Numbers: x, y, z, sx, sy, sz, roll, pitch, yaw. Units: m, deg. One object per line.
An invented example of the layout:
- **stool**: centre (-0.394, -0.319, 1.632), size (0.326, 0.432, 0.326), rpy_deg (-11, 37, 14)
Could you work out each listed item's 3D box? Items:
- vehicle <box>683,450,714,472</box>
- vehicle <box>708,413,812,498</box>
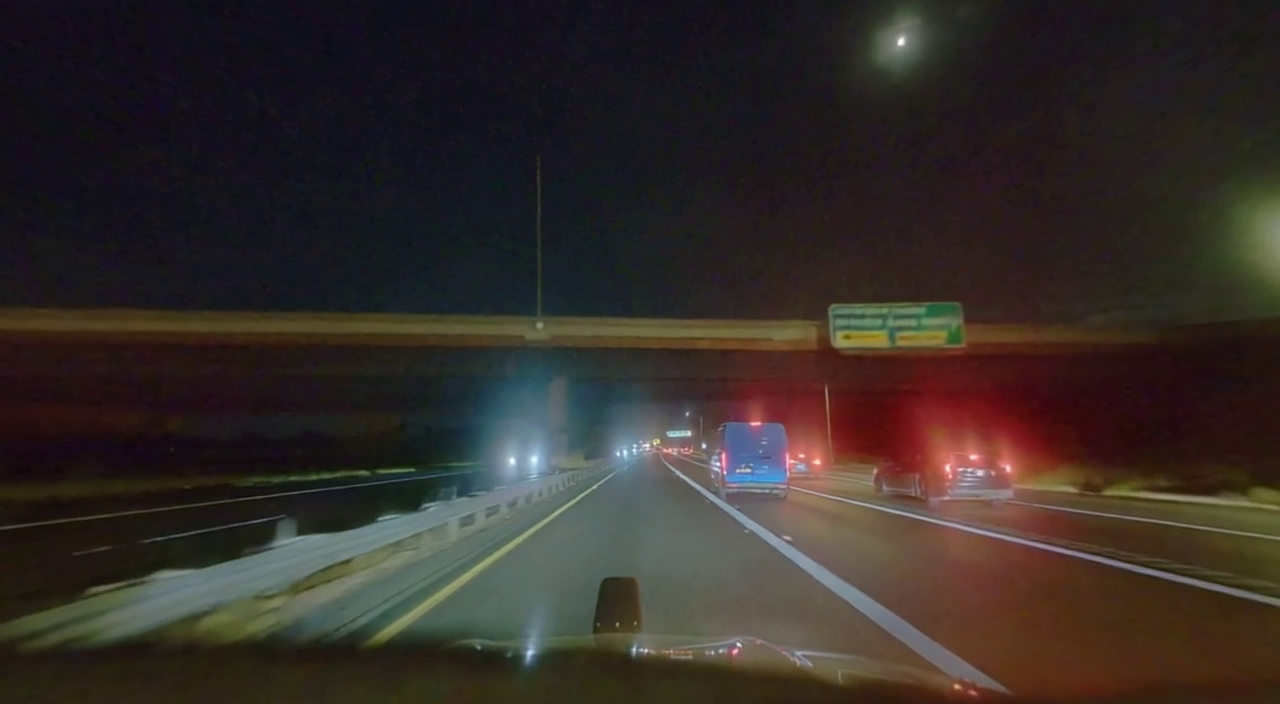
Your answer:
- **vehicle**: centre (4.509, 8.454, 48.837), size (2.131, 1.665, 4.268), rpy_deg (-1, -9, 1)
- **vehicle**: centre (3.979, 3.613, 22.104), size (2.560, 2.598, 5.581), rpy_deg (0, -9, 0)
